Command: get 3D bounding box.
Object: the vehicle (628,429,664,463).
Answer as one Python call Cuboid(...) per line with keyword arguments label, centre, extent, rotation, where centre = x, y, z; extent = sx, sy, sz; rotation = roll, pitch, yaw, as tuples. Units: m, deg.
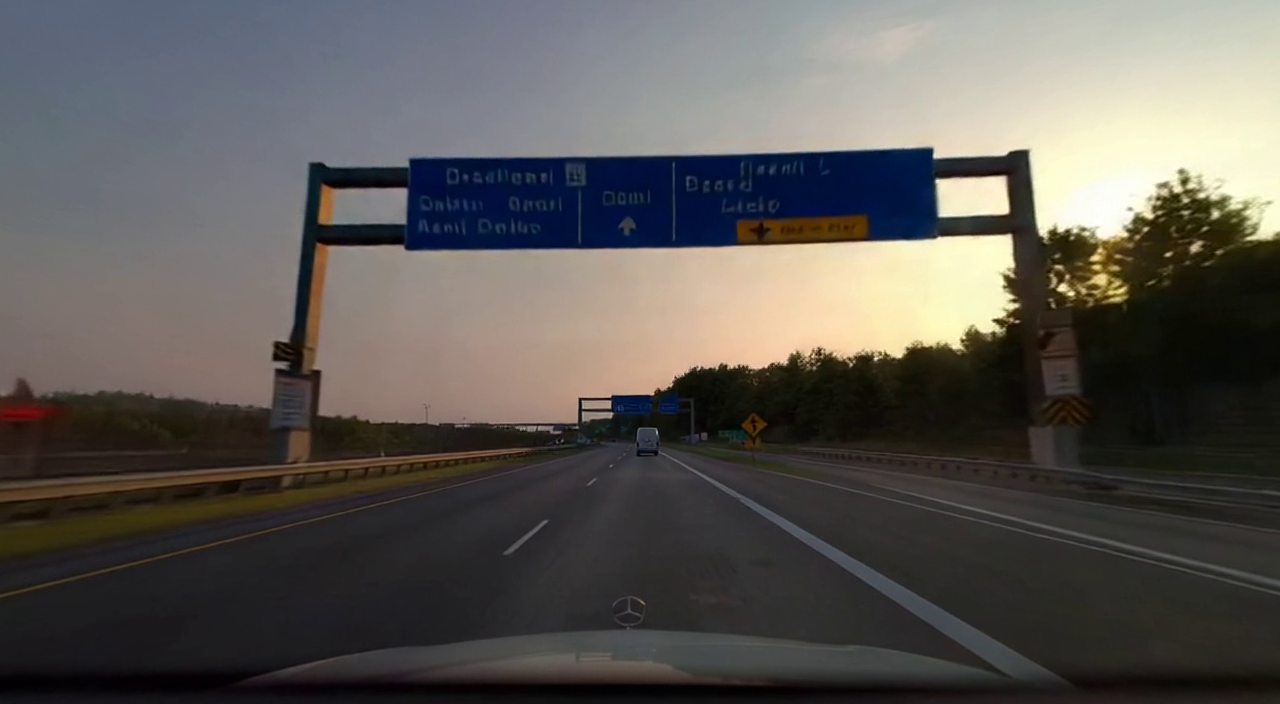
Cuboid(label="vehicle", centre=(0.402, 6.290, 42.233), extent=(2.277, 2.109, 4.922), rotation=(0, -8, 0))
